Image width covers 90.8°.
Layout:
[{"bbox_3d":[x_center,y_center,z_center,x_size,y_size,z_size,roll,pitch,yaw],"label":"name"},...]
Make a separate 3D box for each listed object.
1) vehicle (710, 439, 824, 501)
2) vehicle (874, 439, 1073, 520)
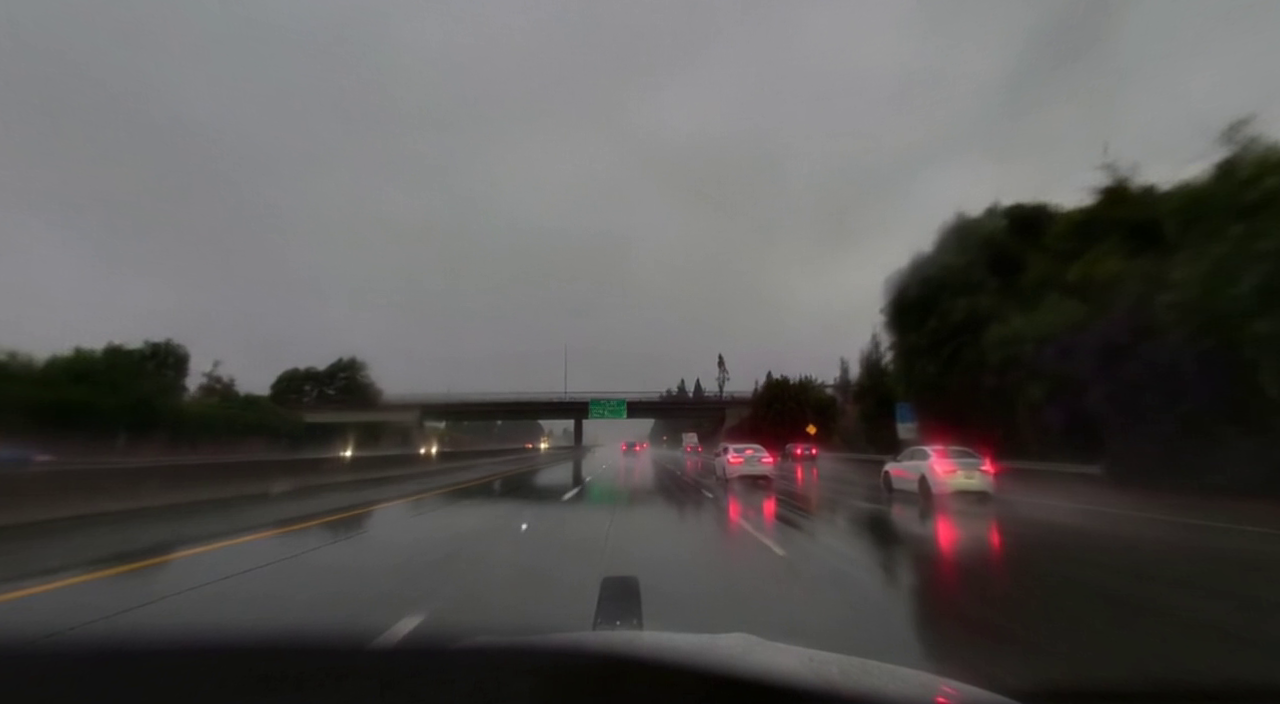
[{"bbox_3d":[3.295,3.159,17.396,2.076,1.472,4.562,0,-9,-1],"label":"vehicle"},{"bbox_3d":[7.174,2.755,14.264,1.946,1.497,4.467,0,-9,-2],"label":"vehicle"}]
